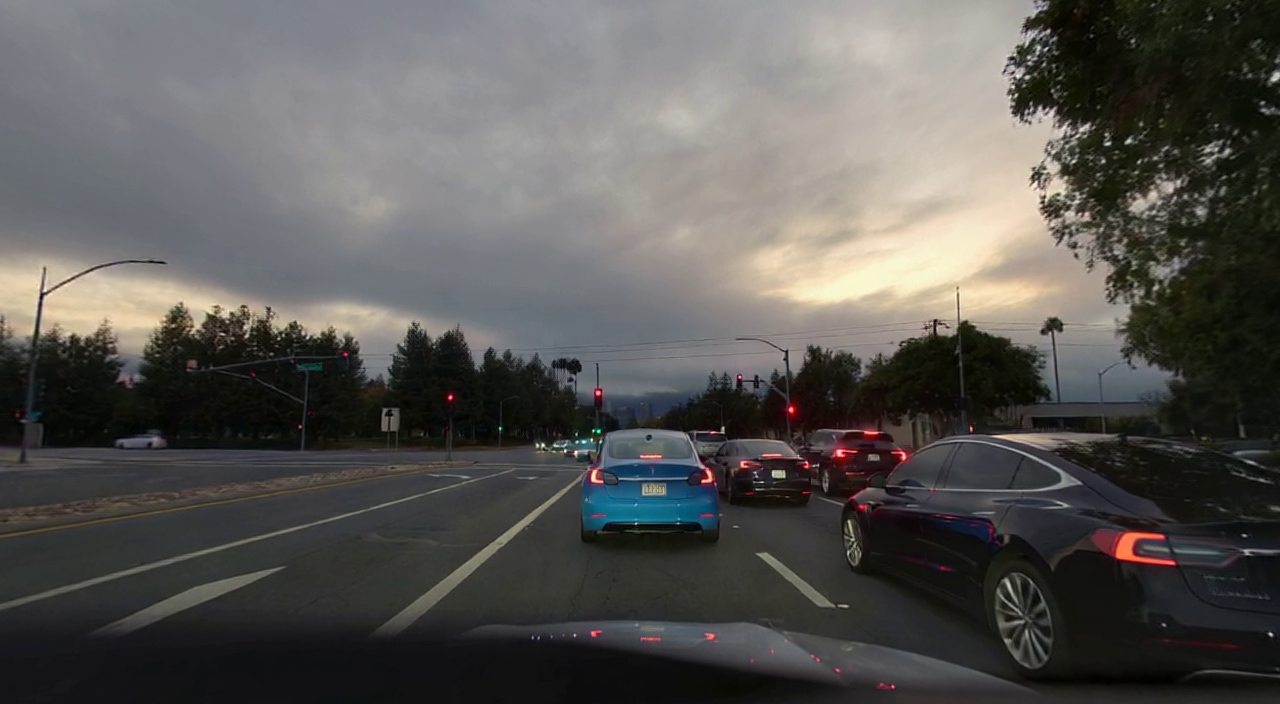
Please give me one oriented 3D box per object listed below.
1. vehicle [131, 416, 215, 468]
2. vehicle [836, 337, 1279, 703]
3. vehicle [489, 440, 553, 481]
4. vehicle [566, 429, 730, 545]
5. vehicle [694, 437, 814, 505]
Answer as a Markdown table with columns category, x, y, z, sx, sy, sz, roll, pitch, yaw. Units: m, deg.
| category | x | y | z | sx | sy | sz | roll | pitch | yaw |
| --- | --- | --- | --- | --- | --- | --- | --- | --- | --- |
| vehicle | -29.251 | 5.627 | 39.700 | 2.608 | 2.990 | 3.026 | 2 | -8 | 3 |
| vehicle | 3.180 | 1.105 | 4.297 | 2.167 | 1.676 | 4.443 | 0 | -8 | -1 |
| vehicle | -4.638 | 4.289 | 25.248 | 1.972 | 1.457 | 4.171 | 0 | -8 | -4 |
| vehicle | 0.025 | 2.084 | 10.460 | 2.147 | 1.499 | 4.240 | 0 | -8 | -2 |
| vehicle | 2.692 | 2.933 | 16.029 | 2.058 | 1.466 | 4.208 | 0 | -8 | -3 |
